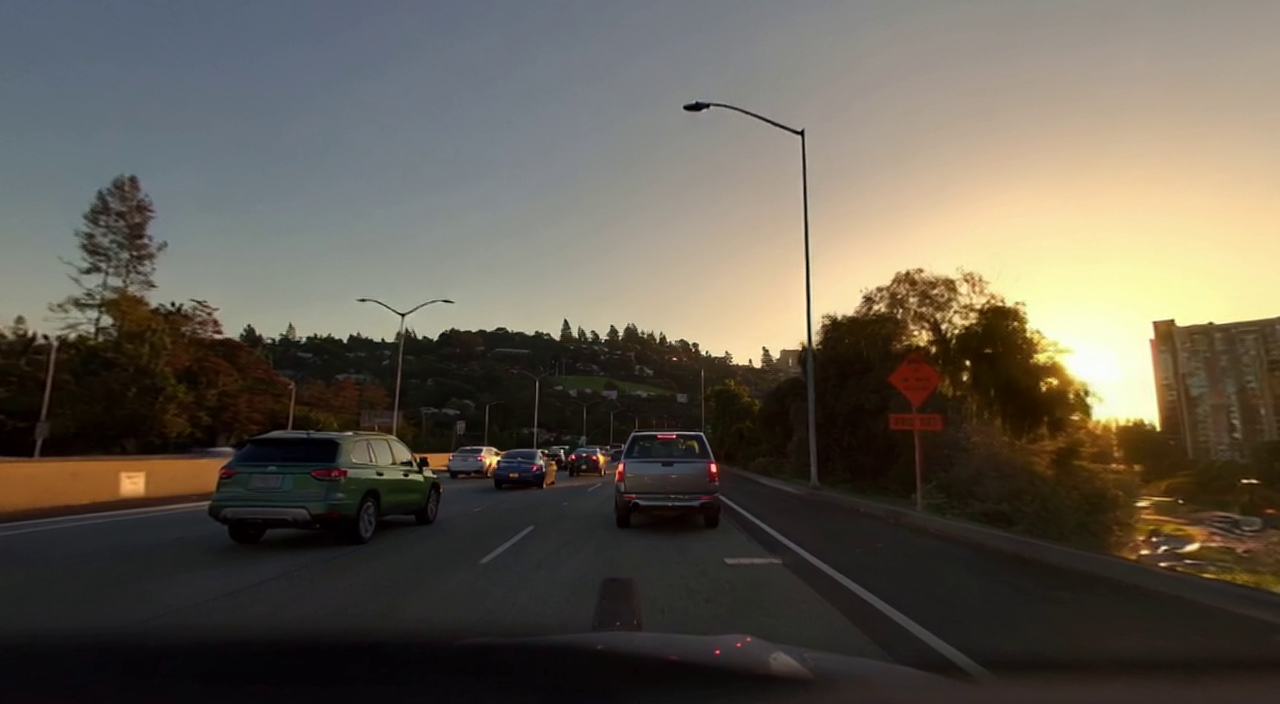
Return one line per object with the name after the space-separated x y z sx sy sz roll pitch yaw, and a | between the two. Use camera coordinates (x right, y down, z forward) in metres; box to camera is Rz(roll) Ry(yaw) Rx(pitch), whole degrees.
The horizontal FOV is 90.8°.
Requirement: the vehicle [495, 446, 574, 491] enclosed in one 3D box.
-3.670 4.127 22.768 1.868 1.470 4.105 -1 -9 4 | vehicle

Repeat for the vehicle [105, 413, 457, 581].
-4.326 1.810 8.697 2.076 1.688 4.334 -1 -9 4 | vehicle

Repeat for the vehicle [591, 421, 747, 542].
0.472 2.203 11.364 2.235 1.716 4.435 -1 -9 1 | vehicle
